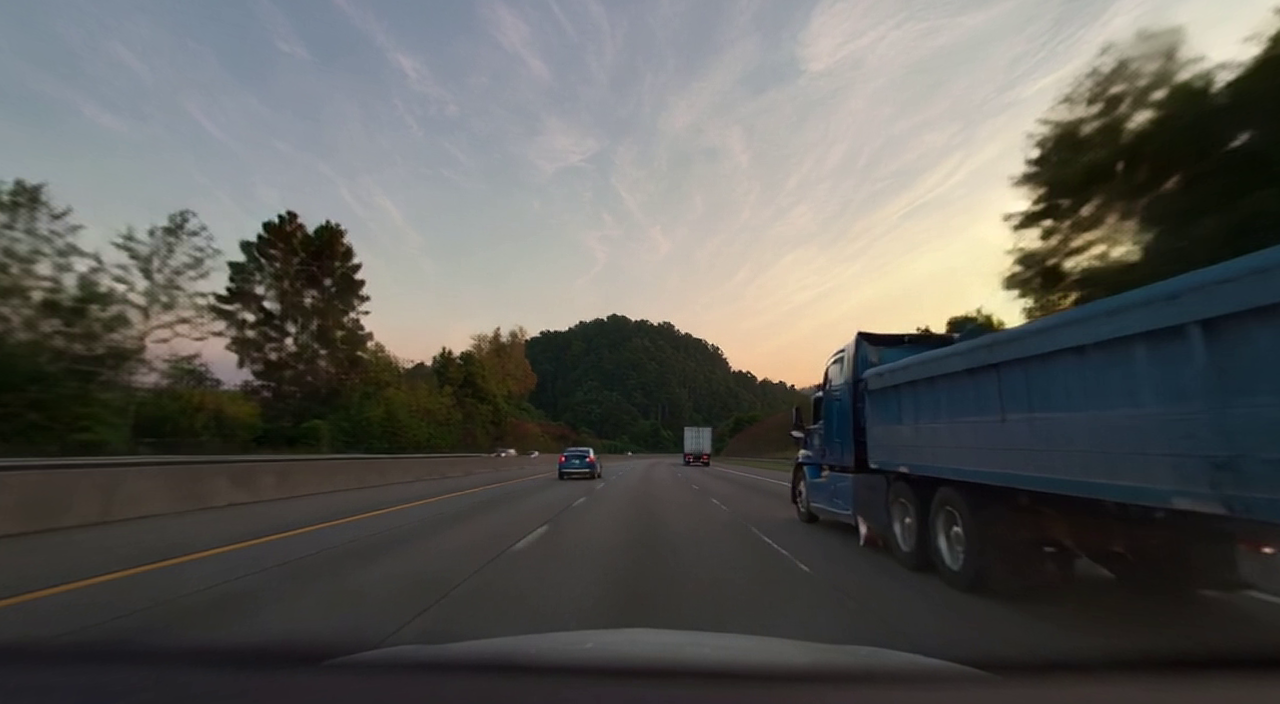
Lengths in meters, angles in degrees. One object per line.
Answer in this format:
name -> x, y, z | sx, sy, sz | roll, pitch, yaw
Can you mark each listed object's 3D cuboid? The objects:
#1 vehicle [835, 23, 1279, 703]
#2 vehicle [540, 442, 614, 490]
vehicle -> 4.311, 0.113, 1.911 | 2.868, 3.427, 14.032 | 0, -9, -1
vehicle -> -2.311, 4.351, 24.381 | 2.297, 1.683, 4.385 | 0, -9, 2
